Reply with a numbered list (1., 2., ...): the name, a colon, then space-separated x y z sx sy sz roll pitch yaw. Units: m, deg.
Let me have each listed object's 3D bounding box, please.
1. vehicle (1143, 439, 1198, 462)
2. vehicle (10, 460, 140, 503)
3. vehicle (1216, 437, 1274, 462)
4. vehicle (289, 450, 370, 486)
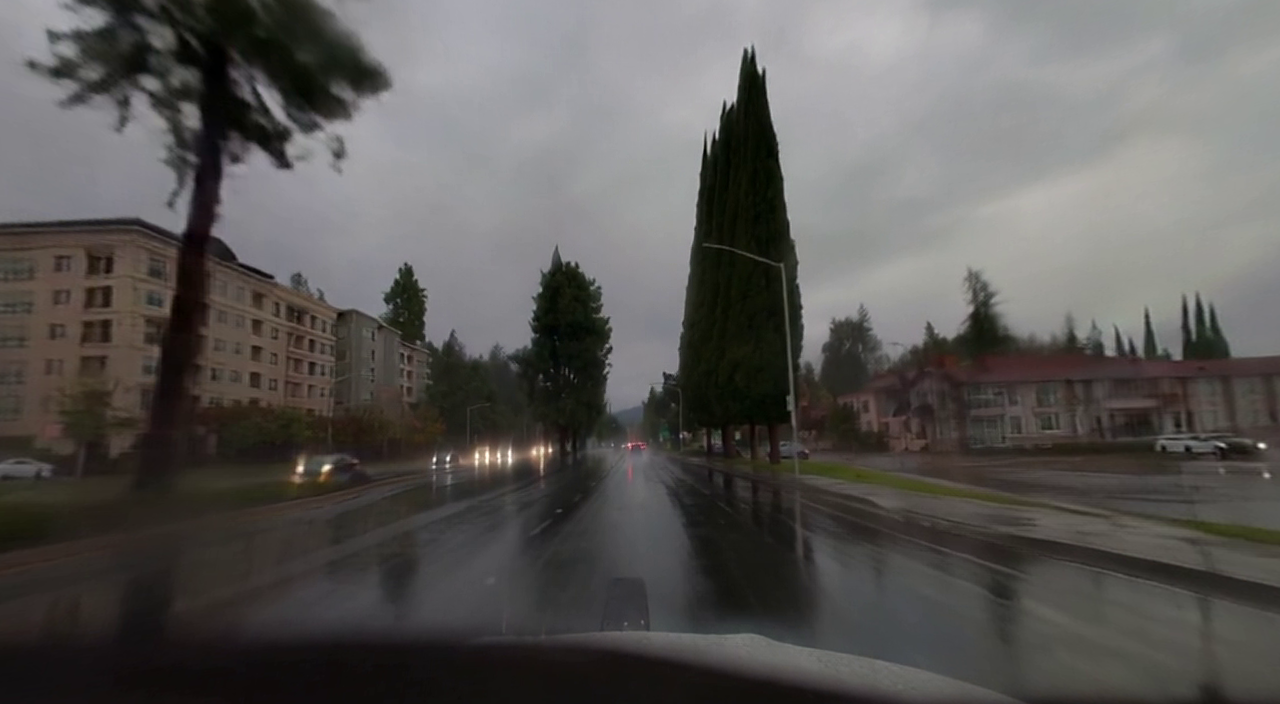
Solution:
1. vehicle: 37.135 6.903 44.260 1.919 1.474 4.533 -4 -10 27
2. vehicle: -25.027 5.711 28.164 1.864 1.640 4.217 0 -8 0
3. vehicle: 43.572 7.023 45.475 1.860 1.655 4.278 -5 -10 29
4. vehicle: -14.963 5.581 30.611 1.879 1.544 4.144 0 -8 -1
